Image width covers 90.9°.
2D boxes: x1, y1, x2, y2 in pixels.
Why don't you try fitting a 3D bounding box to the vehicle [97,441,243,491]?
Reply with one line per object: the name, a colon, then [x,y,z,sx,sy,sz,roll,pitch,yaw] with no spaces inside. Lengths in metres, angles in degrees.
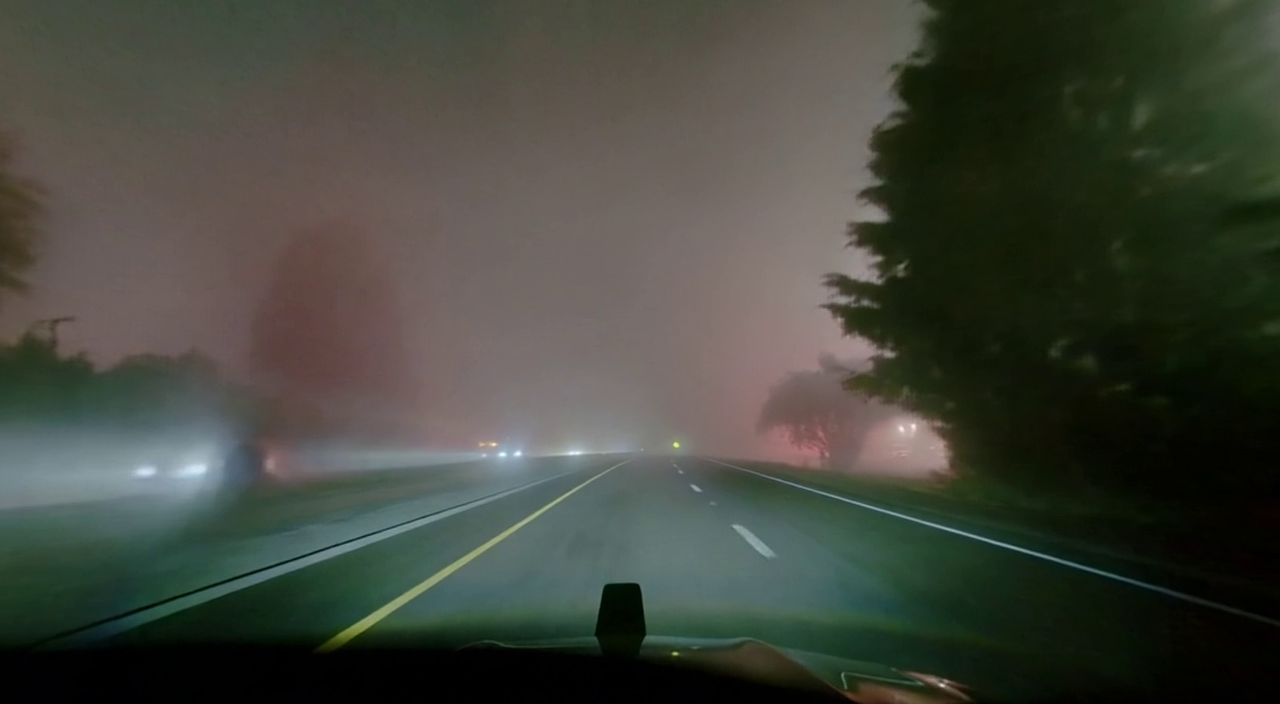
vehicle: [-17.912,4.330,24.390,1.970,1.719,4.579,-1,-9,2]
